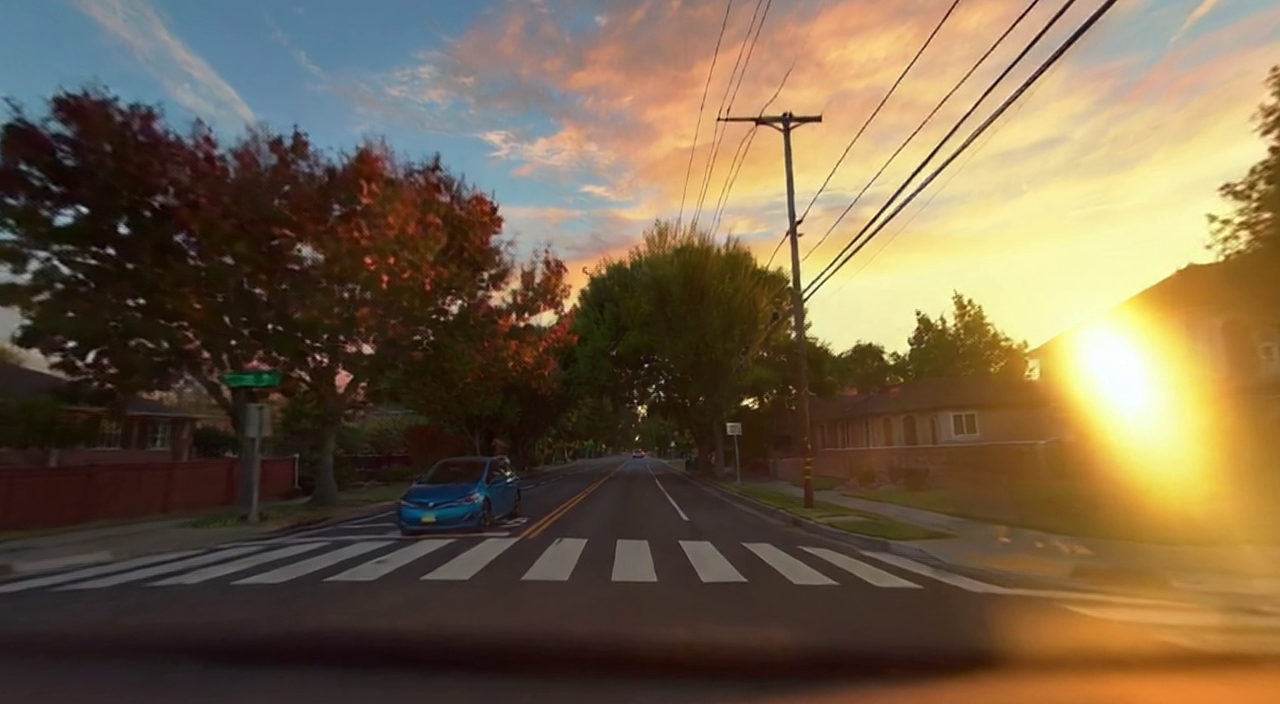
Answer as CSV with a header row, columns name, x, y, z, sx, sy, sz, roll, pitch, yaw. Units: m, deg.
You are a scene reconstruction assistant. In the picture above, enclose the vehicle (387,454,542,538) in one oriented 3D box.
name,x,y,z,sx,sy,sz,roll,pitch,yaw
vehicle,-3.511,2.954,13.583,2.102,1.463,4.024,0,-9,1
